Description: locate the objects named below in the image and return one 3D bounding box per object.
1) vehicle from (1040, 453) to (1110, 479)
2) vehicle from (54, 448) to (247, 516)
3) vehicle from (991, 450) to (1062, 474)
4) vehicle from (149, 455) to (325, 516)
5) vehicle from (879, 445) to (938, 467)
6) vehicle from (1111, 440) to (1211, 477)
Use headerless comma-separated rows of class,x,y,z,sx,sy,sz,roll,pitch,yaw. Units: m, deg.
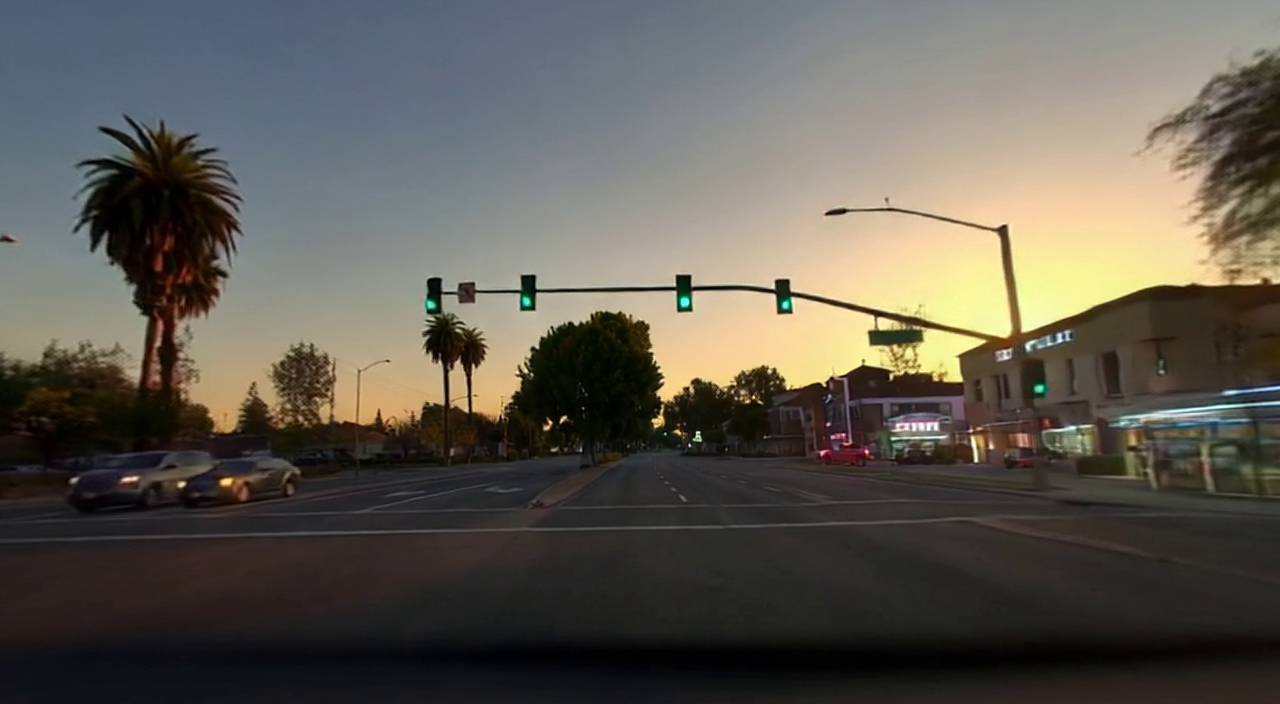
vehicle,23.457,6.118,34.098,3.142,1.270,1.464,2,-10,-21
vehicle,-14.563,3.840,19.298,1.976,1.758,4.986,0,-9,-2
vehicle,22.540,6.403,36.856,3.280,1.344,1.518,2,-9,-11
vehicle,-11.246,3.727,18.141,2.019,1.434,4.622,0,-9,0
vehicle,20.123,7.802,47.398,3.576,1.443,1.822,-2,-8,-3
vehicle,24.470,5.015,29.697,3.381,1.424,2.059,0,-11,-22
